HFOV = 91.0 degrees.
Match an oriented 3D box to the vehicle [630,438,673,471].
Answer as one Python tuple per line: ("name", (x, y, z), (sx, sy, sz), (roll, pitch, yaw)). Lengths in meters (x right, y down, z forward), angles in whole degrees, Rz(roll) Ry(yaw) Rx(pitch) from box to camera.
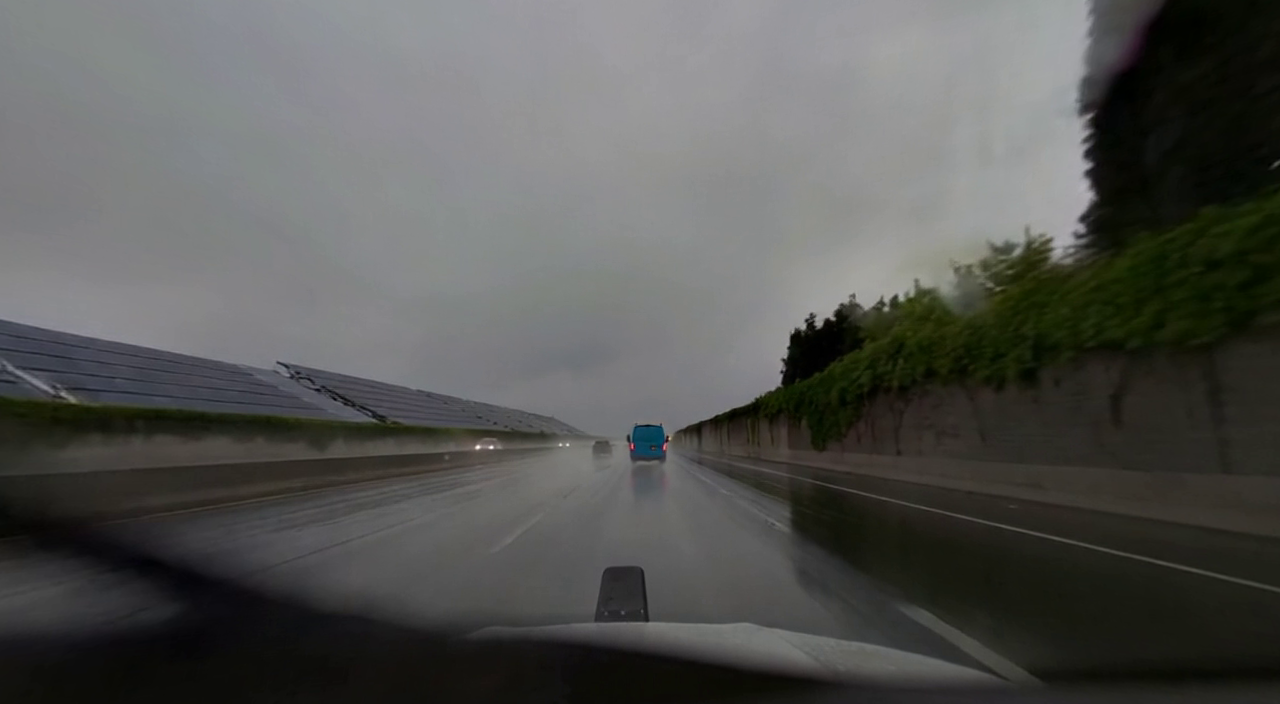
("vehicle", (0.509, 5.016, 31.017), (1.997, 1.484, 3.409), (0, -8, -1))
